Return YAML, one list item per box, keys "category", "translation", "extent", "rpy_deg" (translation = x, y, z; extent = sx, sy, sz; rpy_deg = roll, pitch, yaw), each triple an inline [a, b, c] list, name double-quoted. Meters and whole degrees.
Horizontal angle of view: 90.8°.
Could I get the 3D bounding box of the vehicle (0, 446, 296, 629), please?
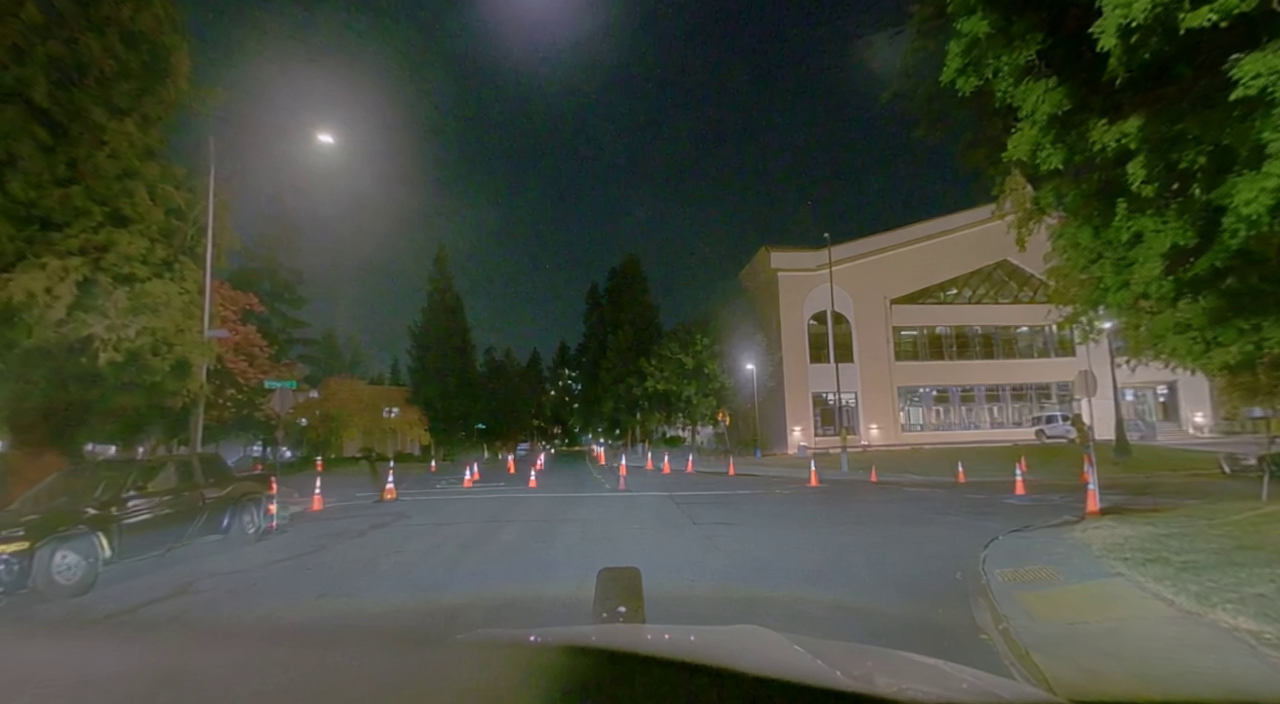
- category: "vehicle"
  translation: [-7.622, 2.039, 7.814]
  extent: [2.961, 1.701, 7.563]
  rpy_deg: [0, -8, -4]
